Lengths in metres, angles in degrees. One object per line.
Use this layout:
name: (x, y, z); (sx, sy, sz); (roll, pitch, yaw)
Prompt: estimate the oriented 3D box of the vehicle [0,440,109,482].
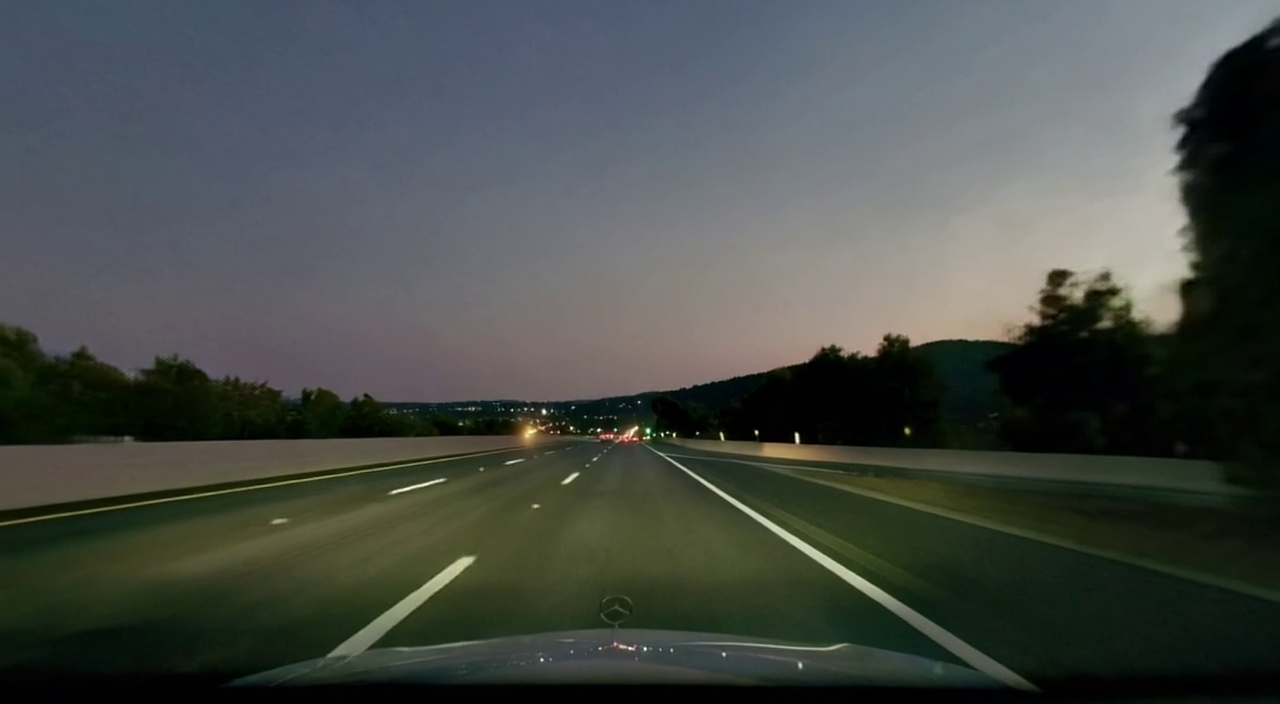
vehicle: (-22.584, 4.030, 23.707); (1.782, 1.427, 3.949); (0, -8, 0)
